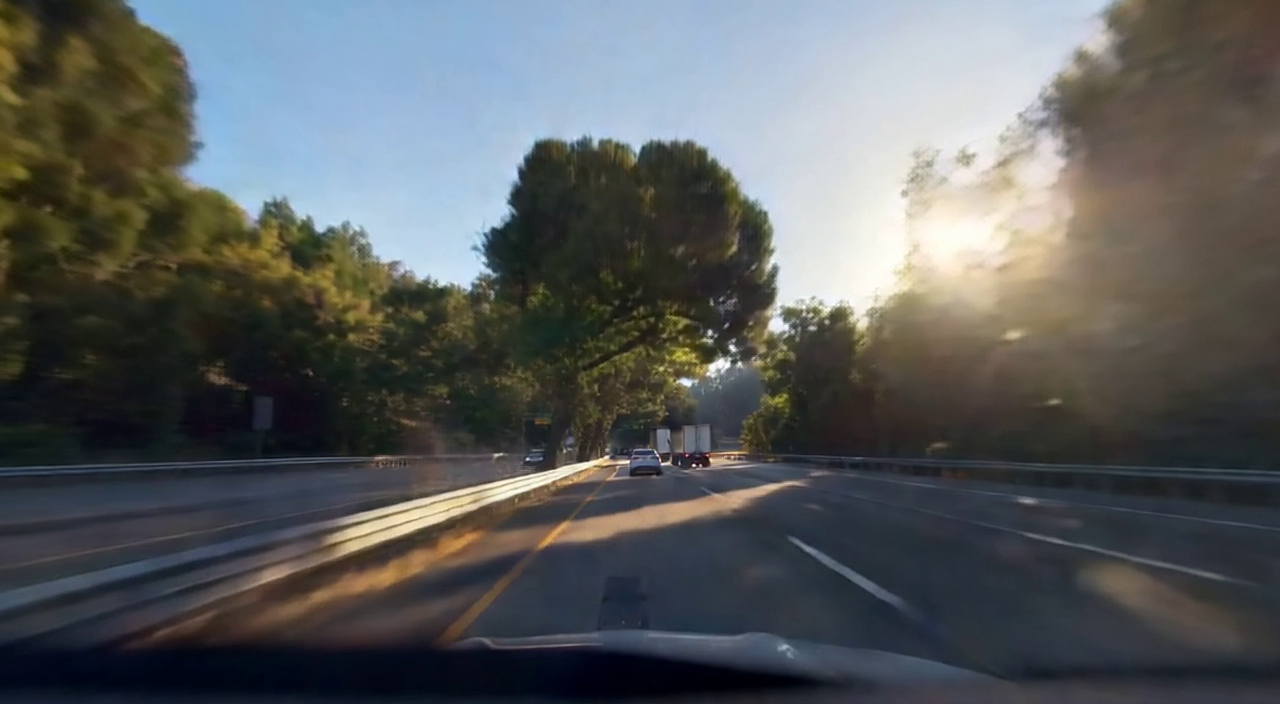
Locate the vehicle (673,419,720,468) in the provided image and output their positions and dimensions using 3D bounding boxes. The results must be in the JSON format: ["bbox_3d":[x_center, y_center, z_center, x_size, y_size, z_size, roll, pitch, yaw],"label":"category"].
[{"bbox_3d":[4.066,6.828,46.909,2.600,3.282,7.635,0,-9,-1],"label":"vehicle"}]

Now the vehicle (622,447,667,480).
[{"bbox_3d":[0.195,5.428,30.941,2.069,1.523,4.012,0,-9,0],"label":"vehicle"}]
